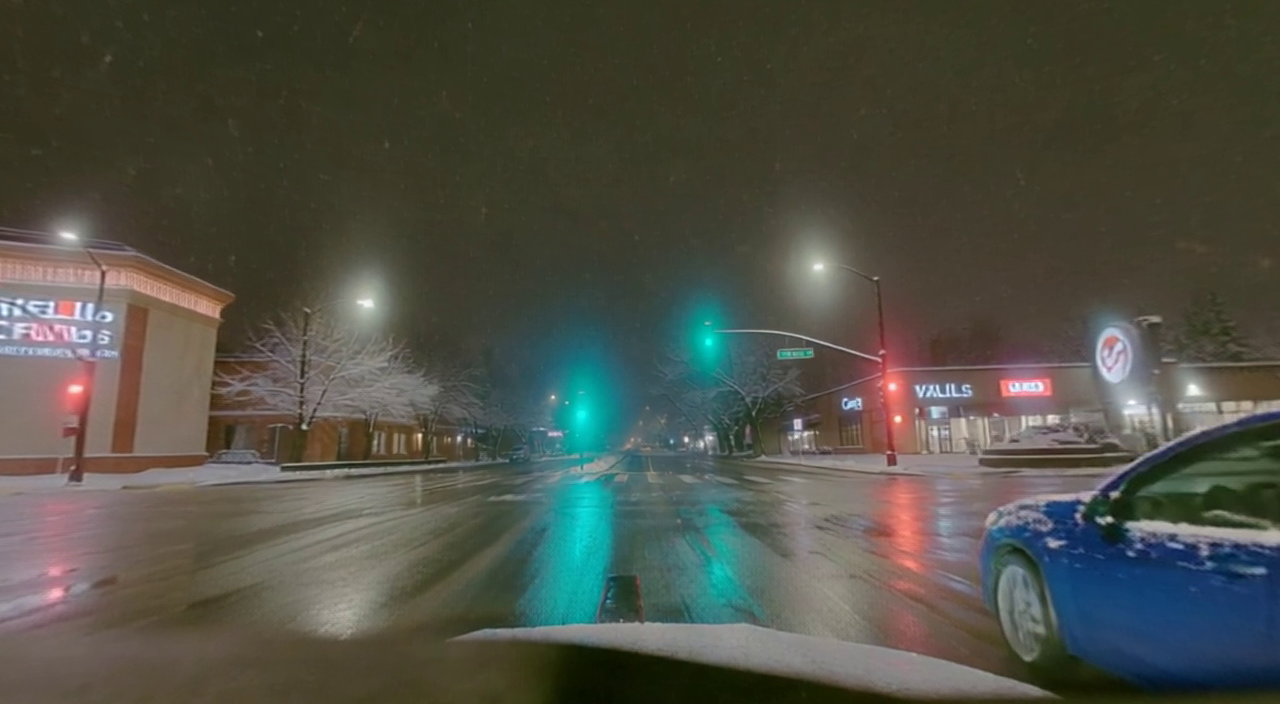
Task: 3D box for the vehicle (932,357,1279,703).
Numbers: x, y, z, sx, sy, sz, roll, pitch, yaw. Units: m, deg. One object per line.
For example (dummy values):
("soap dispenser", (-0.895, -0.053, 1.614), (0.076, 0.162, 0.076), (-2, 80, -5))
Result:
("vehicle", (3.078, 0.819, 1.867), (2.015, 1.641, 4.995), (0, -9, 0))
